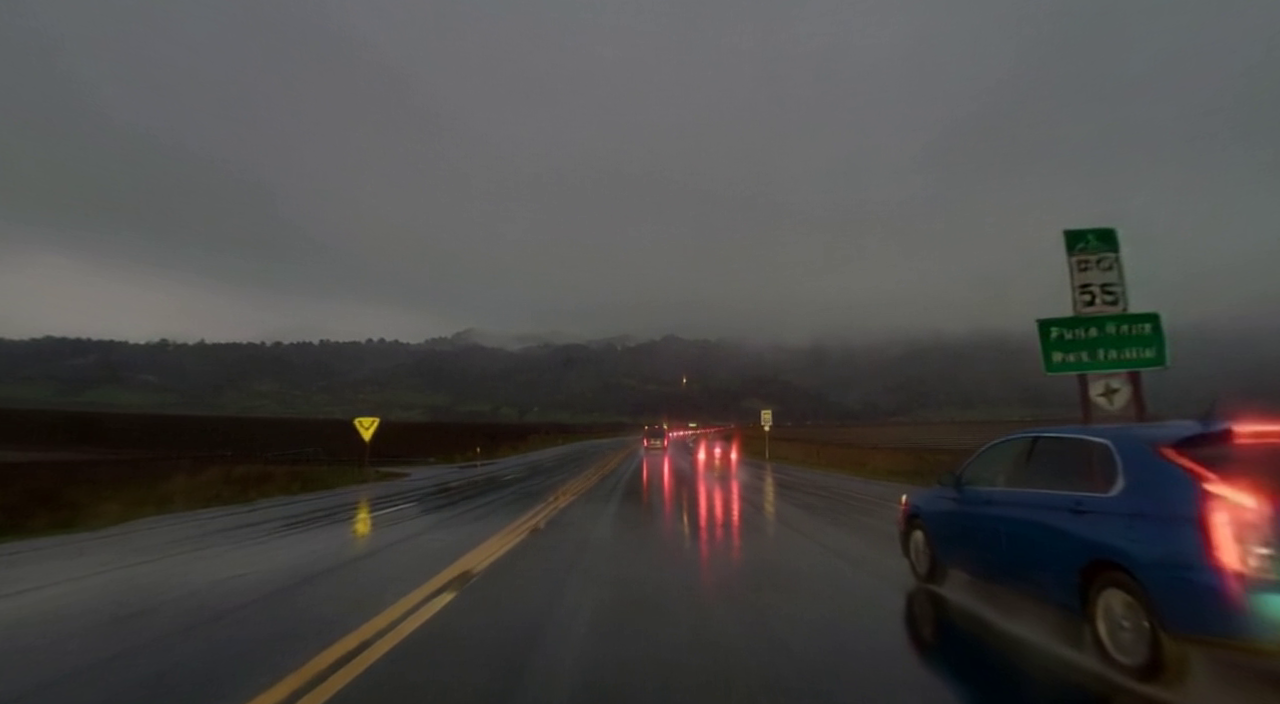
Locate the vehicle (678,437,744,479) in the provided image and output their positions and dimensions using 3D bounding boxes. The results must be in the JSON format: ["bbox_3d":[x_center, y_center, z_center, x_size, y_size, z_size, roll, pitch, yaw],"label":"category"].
[{"bbox_3d":[2.732,4.199,25.246,2.026,1.531,4.273,0,-8,-2],"label":"vehicle"}]

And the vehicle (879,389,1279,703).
[{"bbox_3d":[3.532,1.210,4.597,2.007,1.534,3.976,0,-8,0],"label":"vehicle"}]
